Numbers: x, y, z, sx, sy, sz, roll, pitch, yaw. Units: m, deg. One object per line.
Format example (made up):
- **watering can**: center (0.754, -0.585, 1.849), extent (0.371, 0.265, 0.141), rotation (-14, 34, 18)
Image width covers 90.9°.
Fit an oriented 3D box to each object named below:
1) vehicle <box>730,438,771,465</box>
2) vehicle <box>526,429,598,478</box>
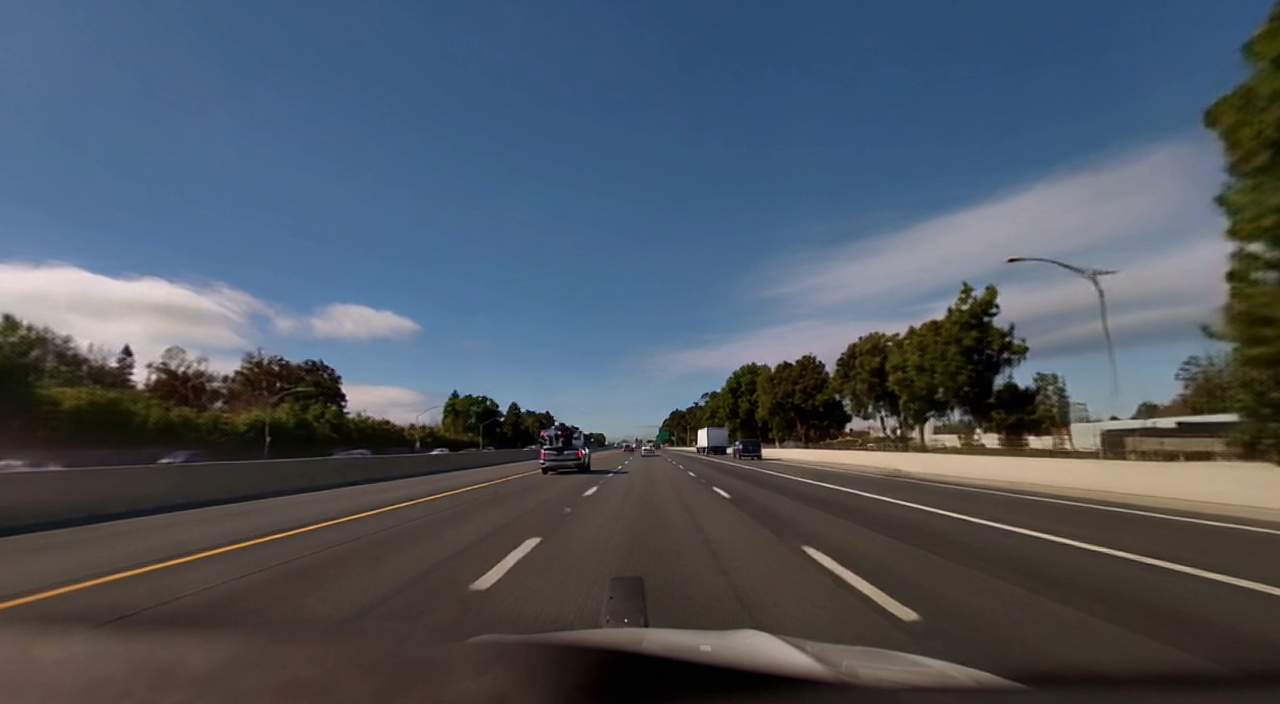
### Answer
- **vehicle**: center (7.486, 6.788, 43.143), extent (2.063, 1.706, 4.259), rotation (0, -8, 1)
- **vehicle**: center (-3.362, 4.531, 28.406), extent (2.453, 1.952, 5.320), rotation (0, -8, 1)
